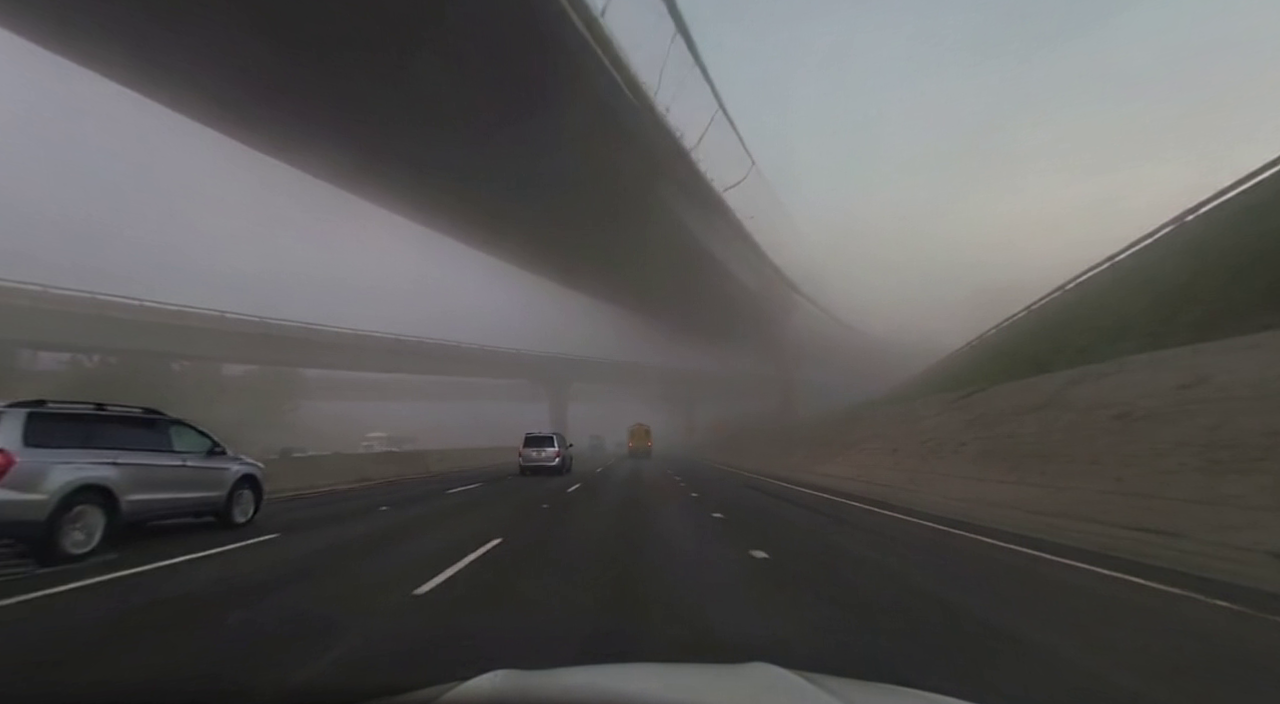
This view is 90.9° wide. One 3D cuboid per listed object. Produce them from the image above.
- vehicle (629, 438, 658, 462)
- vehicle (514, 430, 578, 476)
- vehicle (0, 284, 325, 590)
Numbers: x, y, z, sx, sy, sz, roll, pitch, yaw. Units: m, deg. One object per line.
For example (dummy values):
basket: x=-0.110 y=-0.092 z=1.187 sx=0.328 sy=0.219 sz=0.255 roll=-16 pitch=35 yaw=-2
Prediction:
vehicle: x=0.240 y=7.276 z=46.958 sx=2.052 sy=1.711 sz=4.223 roll=0 pitch=-8 yaw=-1
vehicle: x=-4.175 y=4.576 z=28.758 sx=2.147 sy=1.918 sz=4.834 roll=0 pitch=-8 yaw=0
vehicle: x=-7.532 y=1.109 z=8.022 sx=2.872 sy=2.890 sz=7.923 roll=0 pitch=-8 yaw=0
